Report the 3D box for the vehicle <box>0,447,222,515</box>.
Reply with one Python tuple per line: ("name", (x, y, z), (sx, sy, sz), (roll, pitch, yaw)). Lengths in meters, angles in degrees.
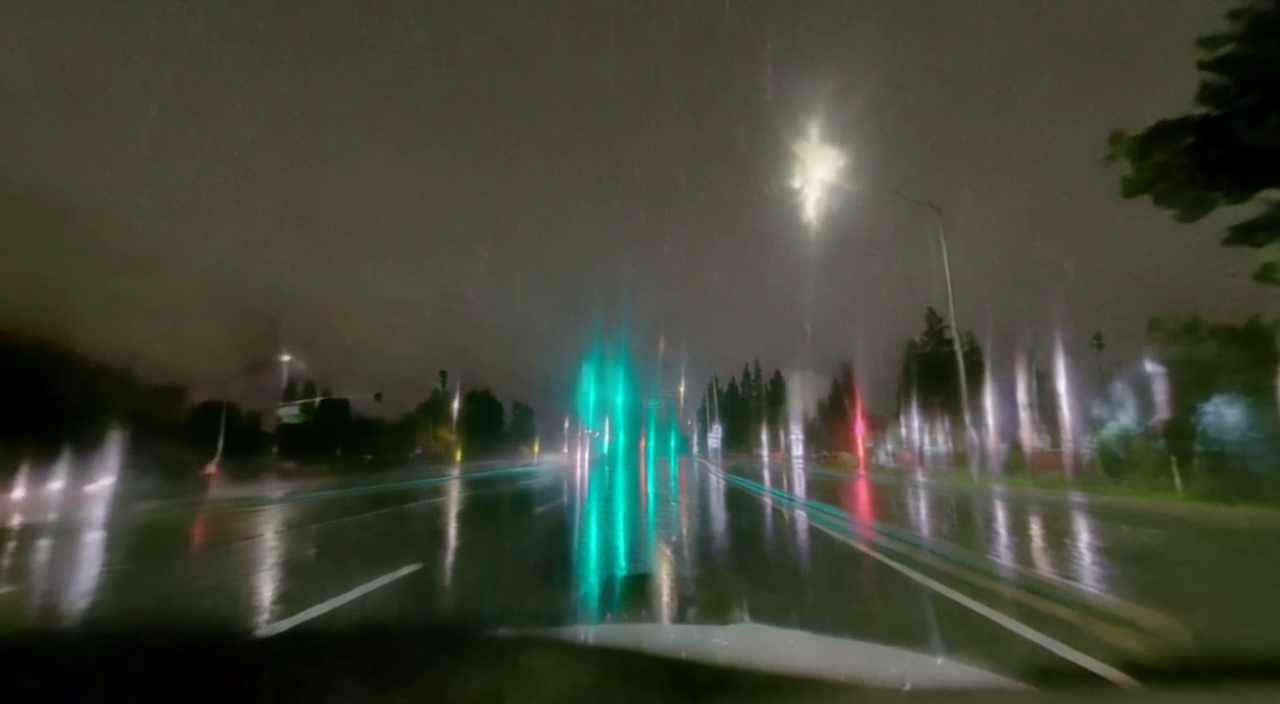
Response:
("vehicle", (-13.430, 3.175, 16.126), (2.240, 1.452, 4.518), (0, -8, 3))
